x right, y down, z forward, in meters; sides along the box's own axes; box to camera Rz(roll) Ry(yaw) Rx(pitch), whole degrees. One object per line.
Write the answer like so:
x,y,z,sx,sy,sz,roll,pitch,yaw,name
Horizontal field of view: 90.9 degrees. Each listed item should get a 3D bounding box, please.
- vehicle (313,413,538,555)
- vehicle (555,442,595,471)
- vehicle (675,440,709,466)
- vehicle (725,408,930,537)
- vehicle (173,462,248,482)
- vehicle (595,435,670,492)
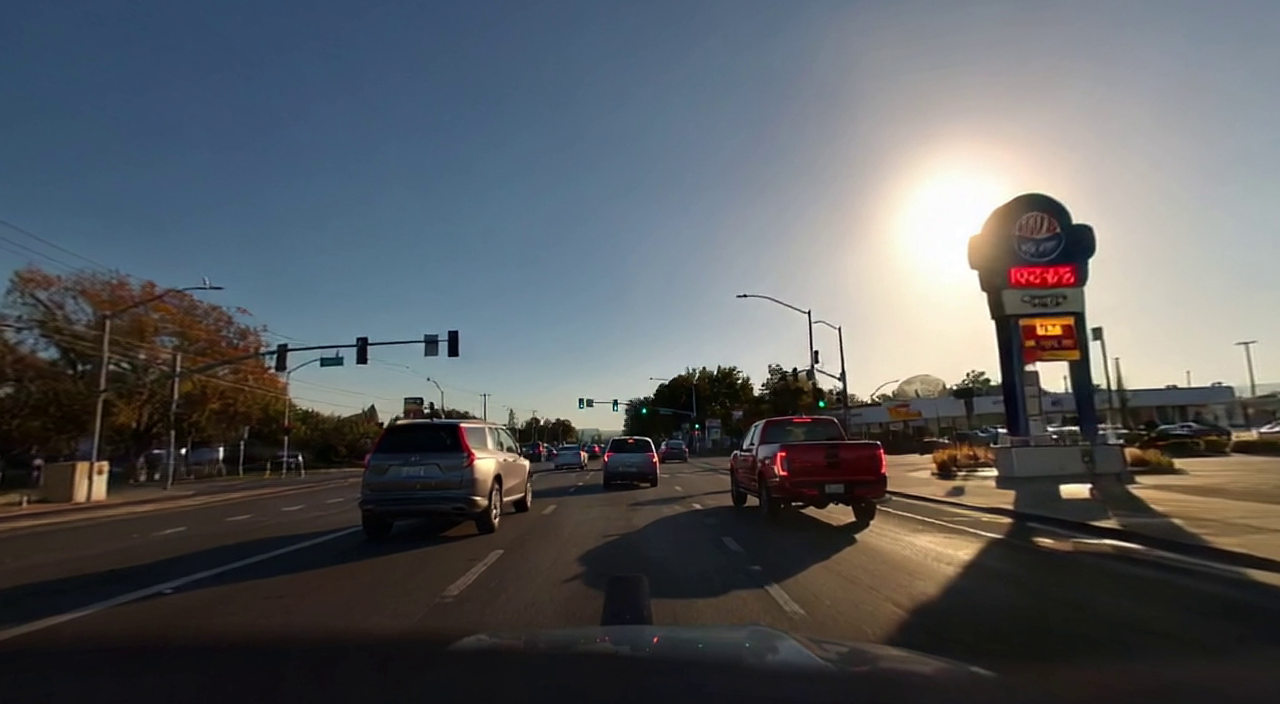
-3.008,1.953,10.013,2.019,1.731,4.299,0,-8,0,vehicle
-3.617,5.908,35.833,1.954,1.497,4.078,0,-8,-1,vehicle
3.705,7.324,45.819,2.122,1.745,4.337,0,-8,0,vehicle
3.102,2.156,11.931,2.161,1.868,5.321,0,-8,-1,vehicle
-33.863,9.428,49.760,4.630,1.484,1.790,-1,-8,4,vehicle
-0.242,3.550,20.466,2.181,1.650,4.083,0,-8,-1,vehicle
